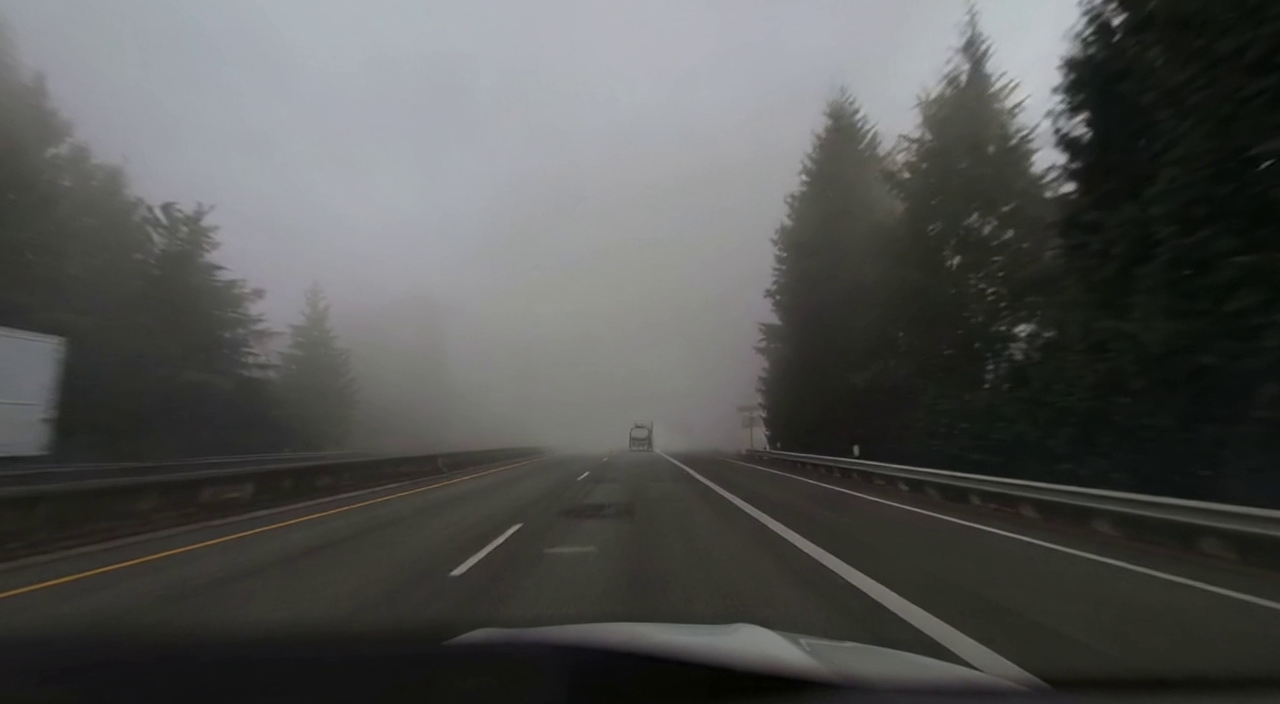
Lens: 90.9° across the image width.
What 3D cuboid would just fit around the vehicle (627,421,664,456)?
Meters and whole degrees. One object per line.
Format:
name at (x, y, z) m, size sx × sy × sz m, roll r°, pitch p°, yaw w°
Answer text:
vehicle at (0.330, 6.060, 44.052) m, size 2.450 × 2.314 × 4.753 m, roll 0°, pitch -8°, yaw 0°
